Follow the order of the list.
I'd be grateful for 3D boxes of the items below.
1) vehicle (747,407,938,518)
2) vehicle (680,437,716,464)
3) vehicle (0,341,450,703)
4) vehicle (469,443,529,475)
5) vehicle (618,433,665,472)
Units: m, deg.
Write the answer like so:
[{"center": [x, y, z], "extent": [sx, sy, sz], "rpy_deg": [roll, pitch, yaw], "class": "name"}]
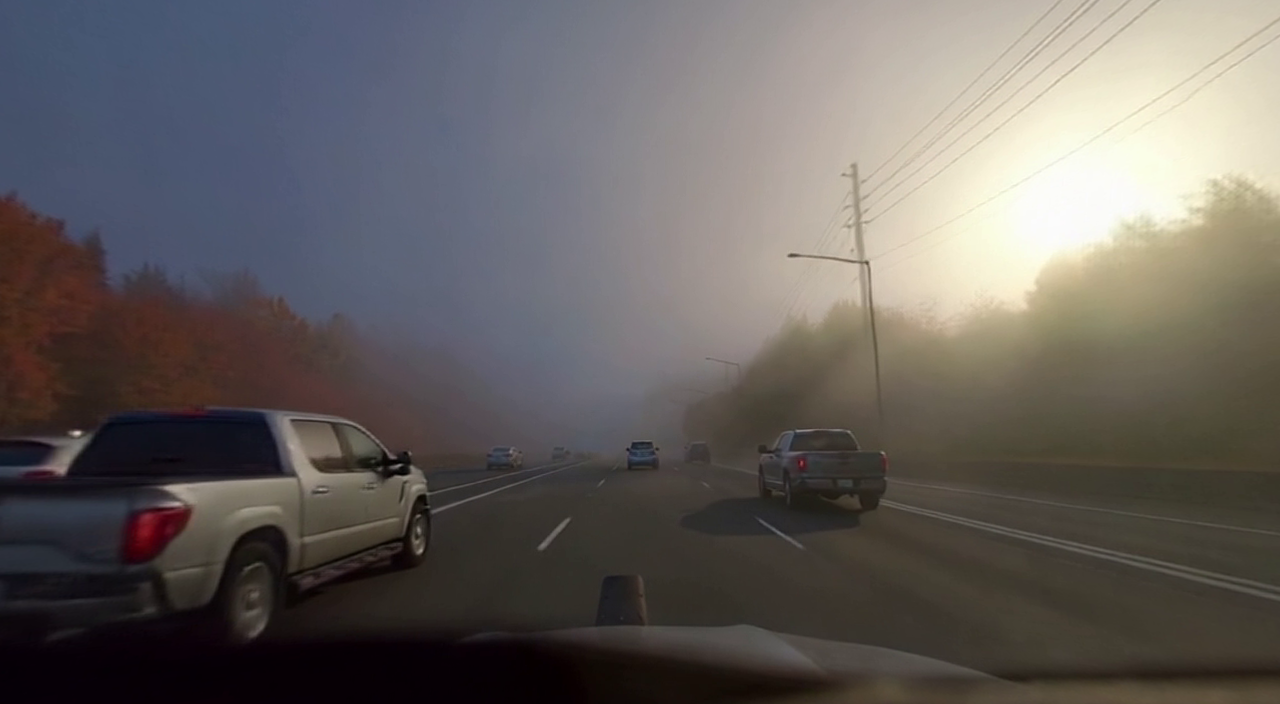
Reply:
[{"center": [4.167, 2.448, 14.345], "extent": [2.388, 1.998, 5.749], "rpy_deg": [0, -9, 0], "class": "vehicle"}, {"center": [4.510, 7.828, 49.992], "extent": [2.380, 1.976, 5.614], "rpy_deg": [0, -9, 0], "class": "vehicle"}, {"center": [-3.280, 1.172, 4.904], "extent": [2.154, 1.783, 4.476], "rpy_deg": [0, -9, 0], "class": "vehicle"}, {"center": [-7.140, 5.440, 32.301], "extent": [2.014, 1.526, 4.577], "rpy_deg": [0, -9, 0], "class": "vehicle"}, {"center": [0.072, 5.473, 34.441], "extent": [2.372, 1.957, 5.121], "rpy_deg": [0, -9, 0], "class": "vehicle"}]
